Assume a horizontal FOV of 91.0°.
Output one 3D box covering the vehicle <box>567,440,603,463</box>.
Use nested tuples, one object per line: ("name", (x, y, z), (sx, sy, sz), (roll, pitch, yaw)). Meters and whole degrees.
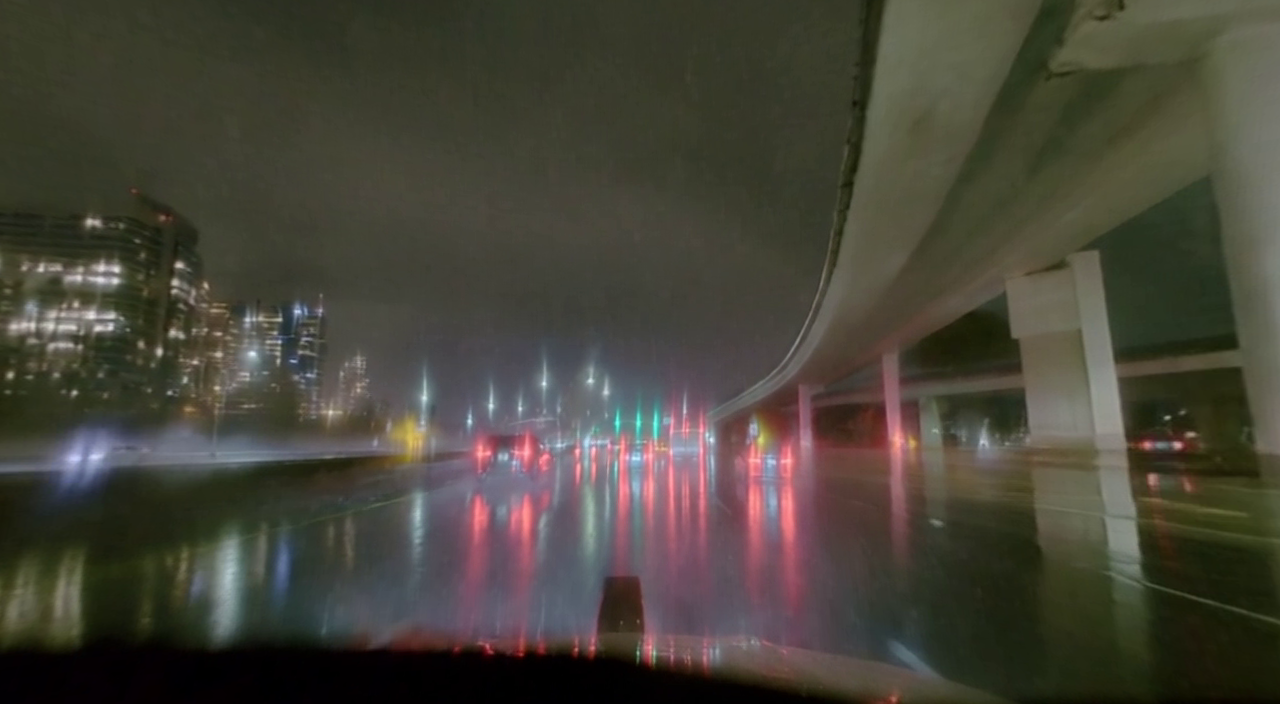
("vehicle", (-3.615, 6.614, 42.046), (1.868, 1.431, 4.055), (0, -8, 2))

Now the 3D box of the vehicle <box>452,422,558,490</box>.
("vehicle", (-4.018, 3.198, 19.646), (2.142, 1.819, 4.648), (0, -8, 1))

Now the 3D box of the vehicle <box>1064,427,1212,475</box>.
("vehicle", (23.029, 4.604, 29.583), (2.376, 1.988, 6.109), (-1, -8, 5))

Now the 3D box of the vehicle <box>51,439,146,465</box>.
("vehicle", (-33.849, 6.280, 39.547), (1.783, 1.521, 4.566), (0, -8, 2))

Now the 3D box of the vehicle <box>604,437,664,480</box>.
("vehicle", (-0.187, 4.037, 24.135), (2.089, 1.493, 3.964), (0, -8, 0))

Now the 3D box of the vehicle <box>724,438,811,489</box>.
("vehicle", (4.044, 3.598, 20.619), (1.974, 1.490, 3.994), (0, -8, -1))
